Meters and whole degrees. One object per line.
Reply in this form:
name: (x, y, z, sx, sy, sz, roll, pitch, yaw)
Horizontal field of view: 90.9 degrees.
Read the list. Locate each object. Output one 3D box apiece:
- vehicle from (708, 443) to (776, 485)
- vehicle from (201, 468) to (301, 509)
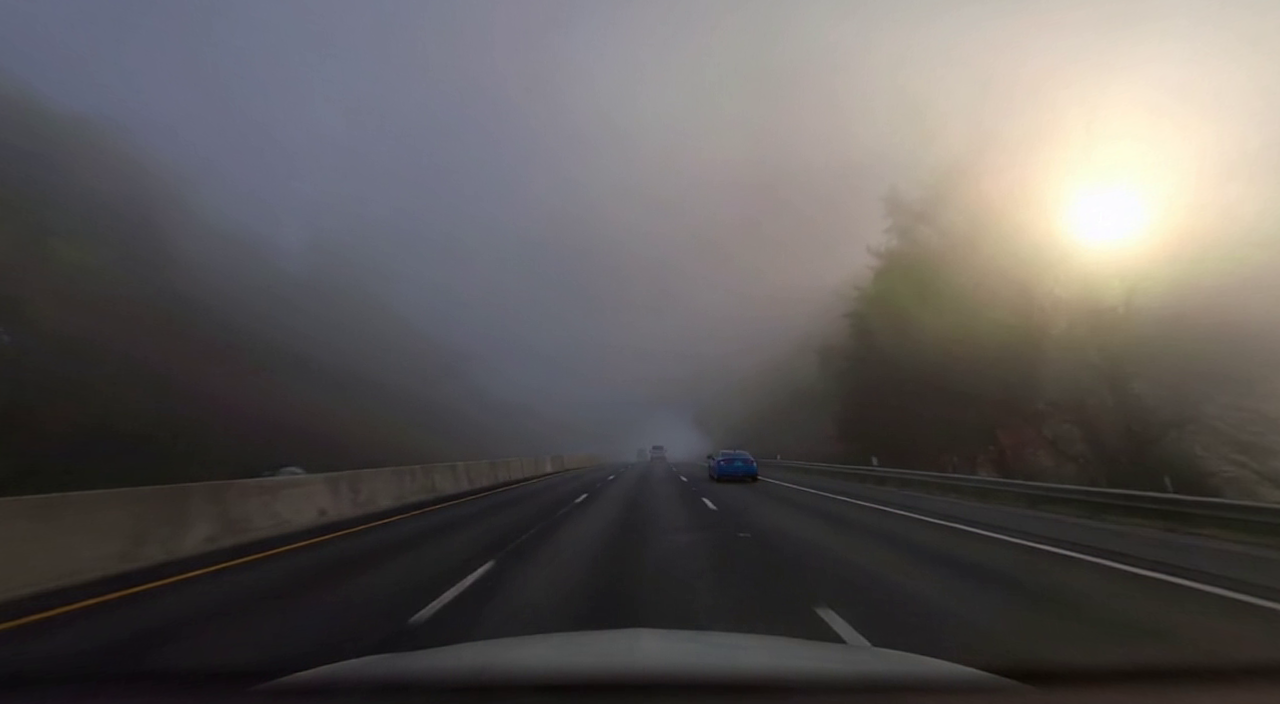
vehicle: (4.134, 4.624, 26.225, 2.175, 1.574, 3.943, 0, -9, 0)
vehicle: (-18.011, 6.320, 29.452, 1.882, 1.613, 4.192, 0, -9, 1)
